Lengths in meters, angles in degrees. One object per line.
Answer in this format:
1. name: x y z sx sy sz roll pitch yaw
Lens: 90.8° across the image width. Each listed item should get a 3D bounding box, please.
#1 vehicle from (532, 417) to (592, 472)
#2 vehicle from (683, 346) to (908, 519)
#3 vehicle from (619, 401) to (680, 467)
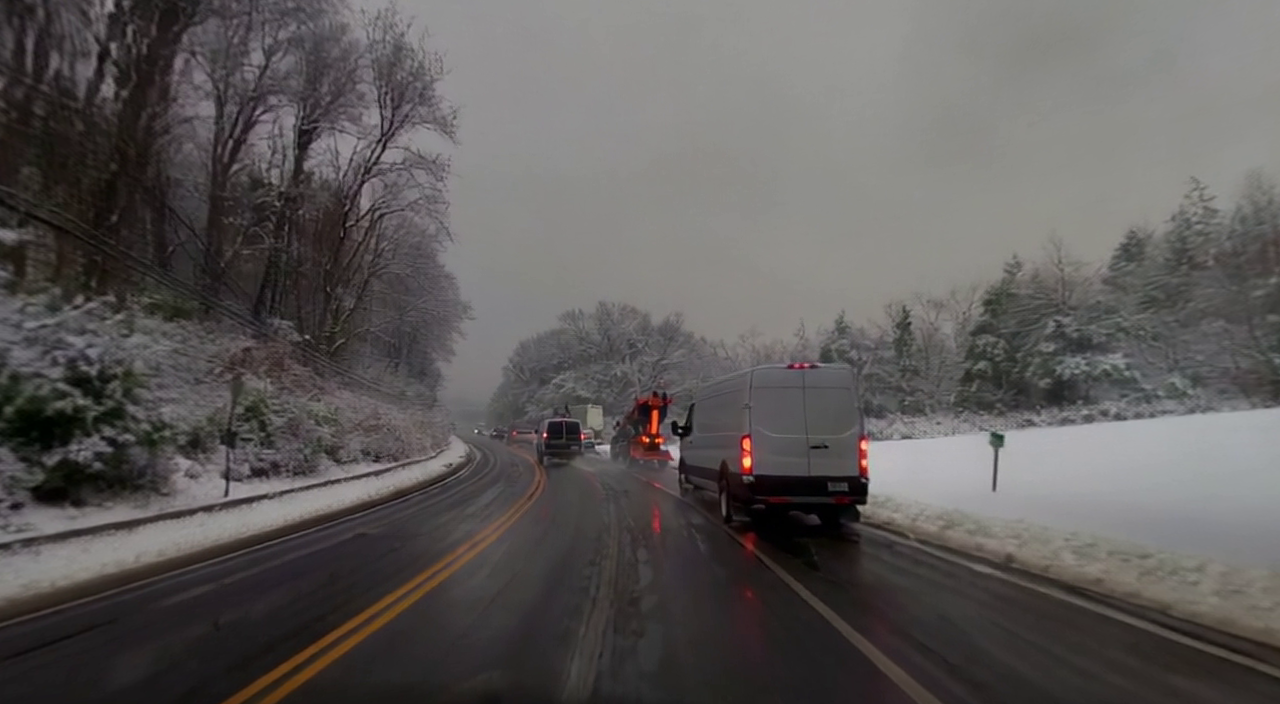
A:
1. vehicle: -3.573 4.132 28.271 2.362 2.223 4.892 2 -9 -10
2. vehicle: 3.303 2.092 16.537 3.126 3.310 8.534 0 -8 -4
3. vehicle: 0.367 4.133 31.508 2.703 3.066 4.047 1 -9 -4
